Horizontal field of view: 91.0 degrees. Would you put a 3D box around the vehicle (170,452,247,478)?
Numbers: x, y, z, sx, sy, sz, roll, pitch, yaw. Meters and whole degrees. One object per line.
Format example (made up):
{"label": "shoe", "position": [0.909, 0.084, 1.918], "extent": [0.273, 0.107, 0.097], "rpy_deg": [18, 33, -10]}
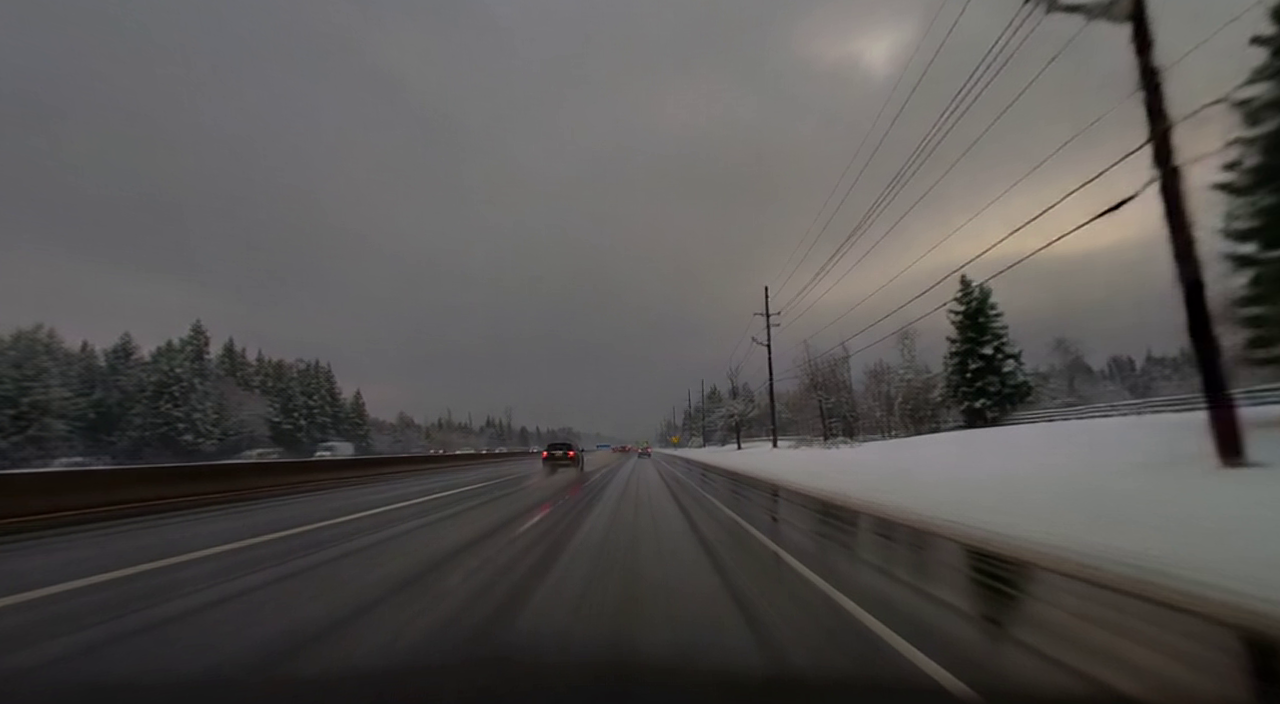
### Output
{"label": "vehicle", "position": [-28.495, 7.462, 41.771], "extent": [1.886, 1.594, 4.530], "rpy_deg": [0, -9, 0]}

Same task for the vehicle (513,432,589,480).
{"label": "vehicle", "position": [-3.828, 4.625, 28.196], "extent": [2.577, 1.939, 5.408], "rpy_deg": [0, -9, 1]}

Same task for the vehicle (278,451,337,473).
{"label": "vehicle", "position": [-24.458, 8.103, 46.514], "extent": [1.841, 1.514, 4.484], "rpy_deg": [0, -9, 0]}

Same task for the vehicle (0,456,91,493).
{"label": "vehicle", "position": [-28.620, 5.642, 29.347], "extent": [1.901, 1.511, 4.551], "rpy_deg": [0, -9, 0]}
